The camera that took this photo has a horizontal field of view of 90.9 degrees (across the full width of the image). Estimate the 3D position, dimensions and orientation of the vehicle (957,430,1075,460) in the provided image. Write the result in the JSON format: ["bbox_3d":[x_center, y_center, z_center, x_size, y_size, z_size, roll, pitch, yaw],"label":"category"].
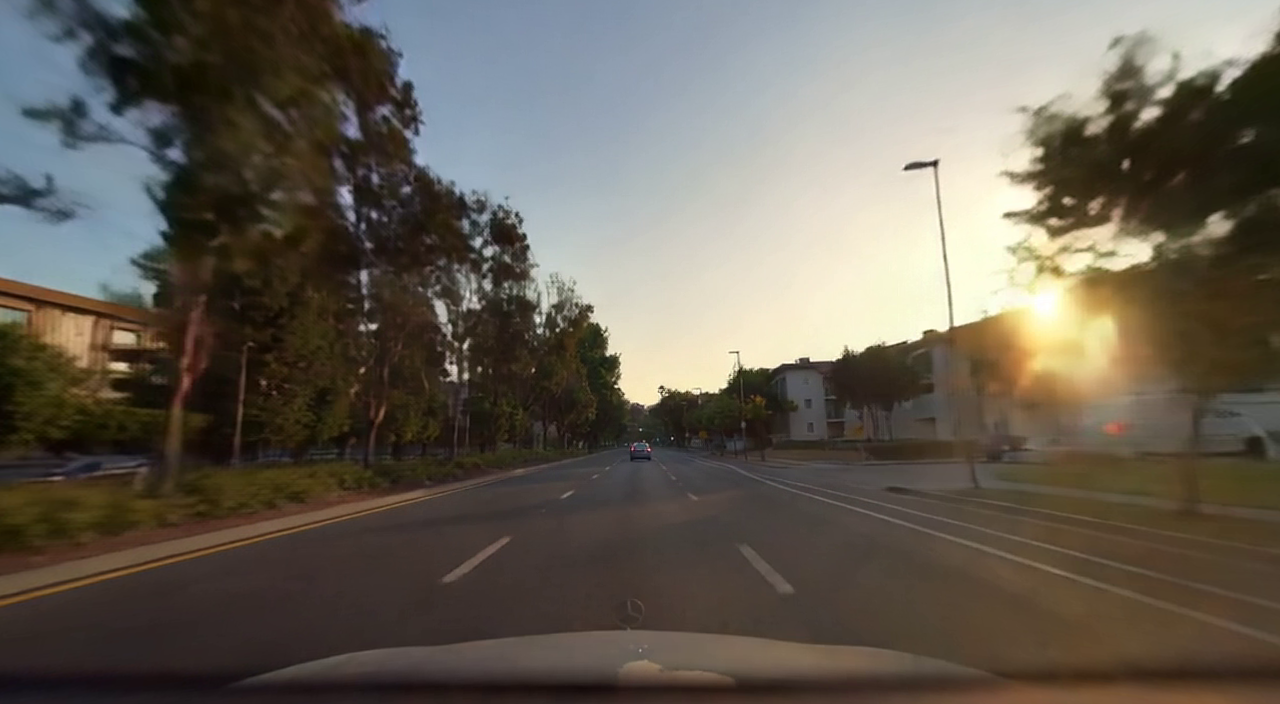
[{"bbox_3d":[20.295,5.090,34.210,4.900,1.530,2.211,0,-10,1],"label":"vehicle"}]

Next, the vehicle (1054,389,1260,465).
[{"bbox_3d":[21.561,3.164,26.563,6.374,3.018,2.476,0,-8,-1],"label":"vehicle"}]

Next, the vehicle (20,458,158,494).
[{"bbox_3d":[-25.684,5.742,29.492,2.004,1.450,4.543,-8,-11,41],"label":"vehicle"}]
